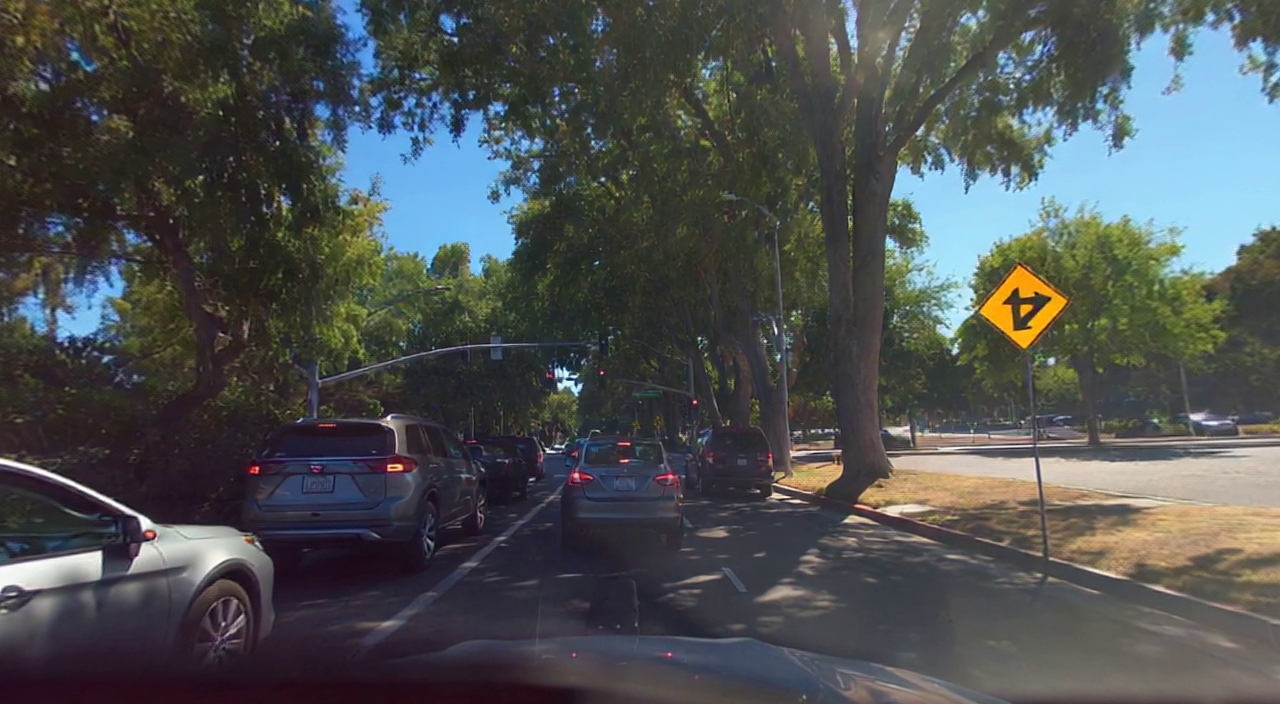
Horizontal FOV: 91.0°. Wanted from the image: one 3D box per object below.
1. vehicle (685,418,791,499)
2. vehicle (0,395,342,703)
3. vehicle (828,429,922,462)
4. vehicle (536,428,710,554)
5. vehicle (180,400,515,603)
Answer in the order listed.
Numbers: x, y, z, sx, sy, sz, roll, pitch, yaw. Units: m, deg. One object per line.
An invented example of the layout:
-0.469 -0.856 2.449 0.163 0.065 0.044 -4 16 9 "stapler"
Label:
2.451 2.820 16.943 2.059 1.864 4.541 0 -8 -1 "vehicle"
-2.923 0.839 1.625 1.974 1.484 4.716 0 -8 0 "vehicle"
11.386 4.559 30.698 3.883 1.534 1.779 0 -8 2 "vehicle"
-0.253 1.921 9.355 2.025 1.453 3.848 0 -8 -2 "vehicle"
-2.898 1.575 7.458 1.964 1.712 4.097 0 -8 0 "vehicle"
